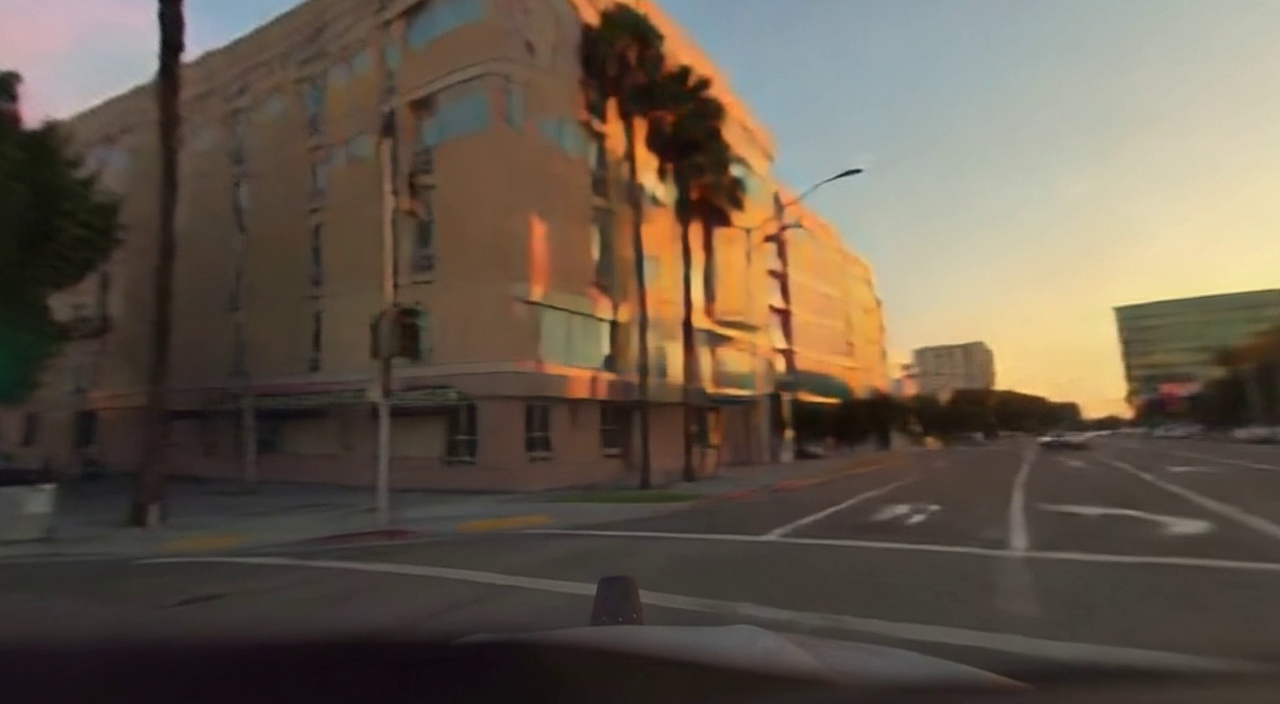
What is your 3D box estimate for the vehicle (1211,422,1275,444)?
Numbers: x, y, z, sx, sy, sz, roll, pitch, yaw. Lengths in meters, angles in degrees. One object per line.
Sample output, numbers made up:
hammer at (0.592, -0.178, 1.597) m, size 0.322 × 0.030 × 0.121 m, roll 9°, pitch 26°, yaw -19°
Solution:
vehicle at (43.976, 5.958, 46.158) m, size 1.779 × 1.445 × 4.309 m, roll -3°, pitch -9°, yaw 21°
